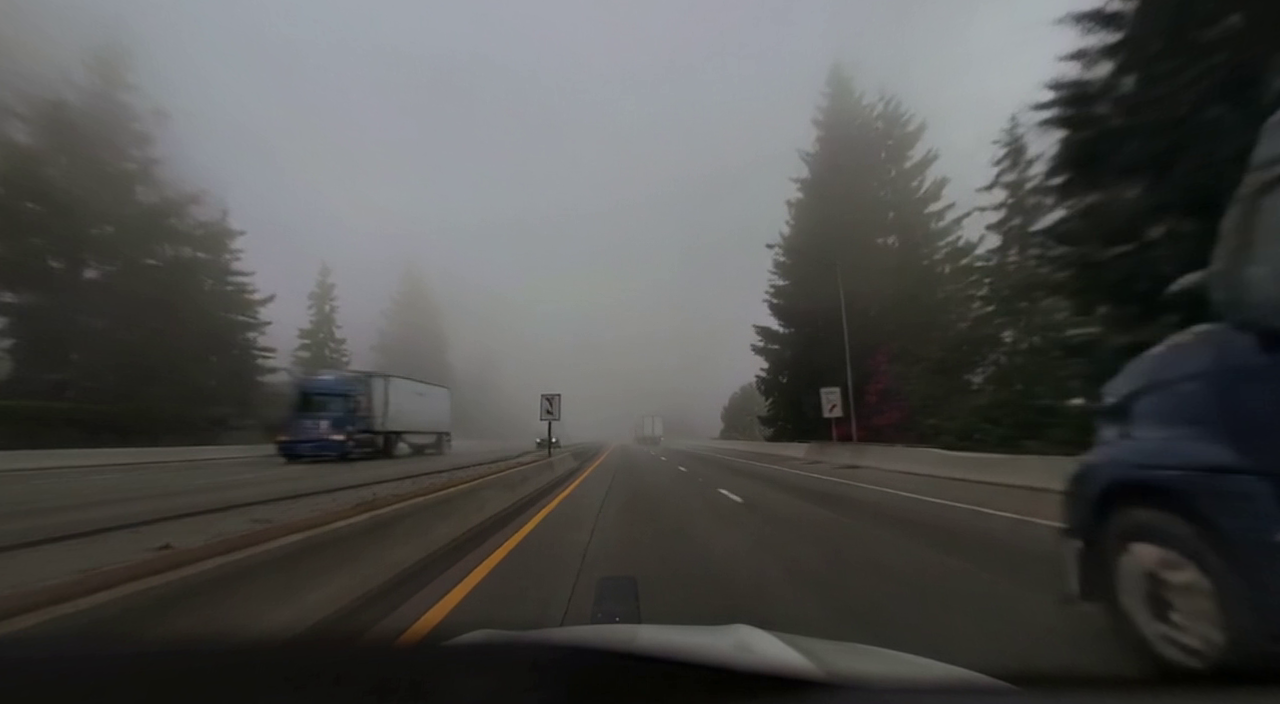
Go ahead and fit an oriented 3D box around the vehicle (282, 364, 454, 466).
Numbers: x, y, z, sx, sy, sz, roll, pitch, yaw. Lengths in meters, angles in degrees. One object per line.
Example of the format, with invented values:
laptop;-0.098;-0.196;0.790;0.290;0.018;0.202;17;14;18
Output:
vehicle;-13.136;3.504;32.814;2.913;4.132;14.438;0;-8;-1
